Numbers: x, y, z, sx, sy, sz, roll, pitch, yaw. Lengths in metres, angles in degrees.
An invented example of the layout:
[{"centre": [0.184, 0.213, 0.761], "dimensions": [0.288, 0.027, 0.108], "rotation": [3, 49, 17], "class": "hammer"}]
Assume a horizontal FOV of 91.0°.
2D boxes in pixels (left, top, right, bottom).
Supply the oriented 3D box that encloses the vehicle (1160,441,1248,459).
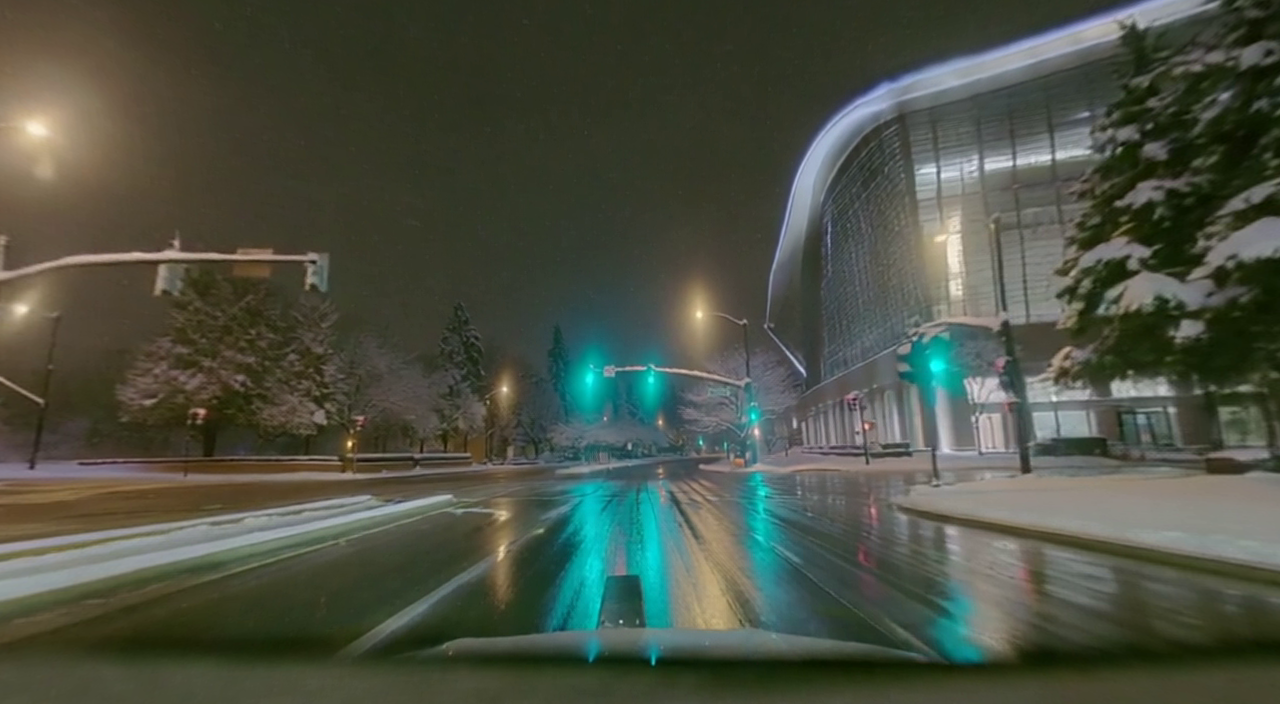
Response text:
[{"centre": [41.282, 7.199, 46.157], "dimensions": [4.337, 1.300, 1.868], "rotation": [-2, -9, 10], "class": "vehicle"}]
